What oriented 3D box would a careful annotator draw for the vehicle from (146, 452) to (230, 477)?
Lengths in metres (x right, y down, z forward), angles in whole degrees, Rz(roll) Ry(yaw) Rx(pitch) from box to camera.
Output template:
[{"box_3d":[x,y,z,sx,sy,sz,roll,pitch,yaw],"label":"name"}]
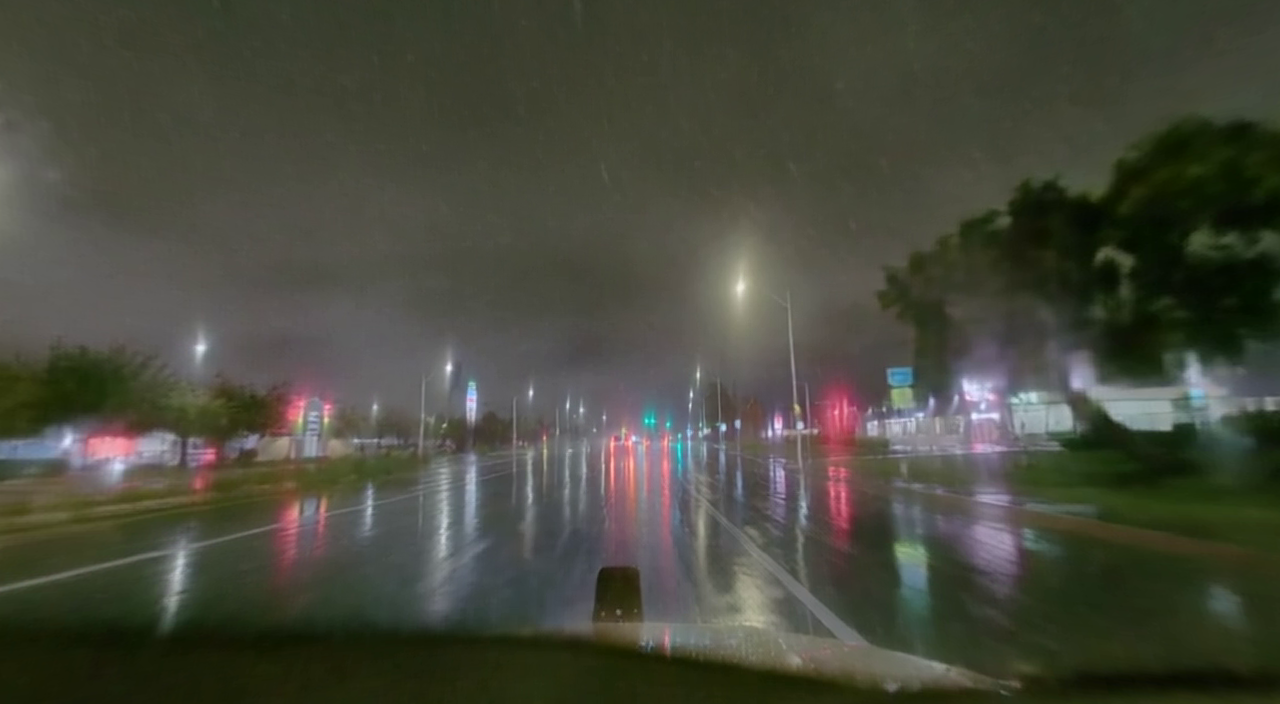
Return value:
[{"box_3d":[-33.322,8.270,46.628,4.743,1.760,2.046,-1,-9,5],"label":"vehicle"}]
